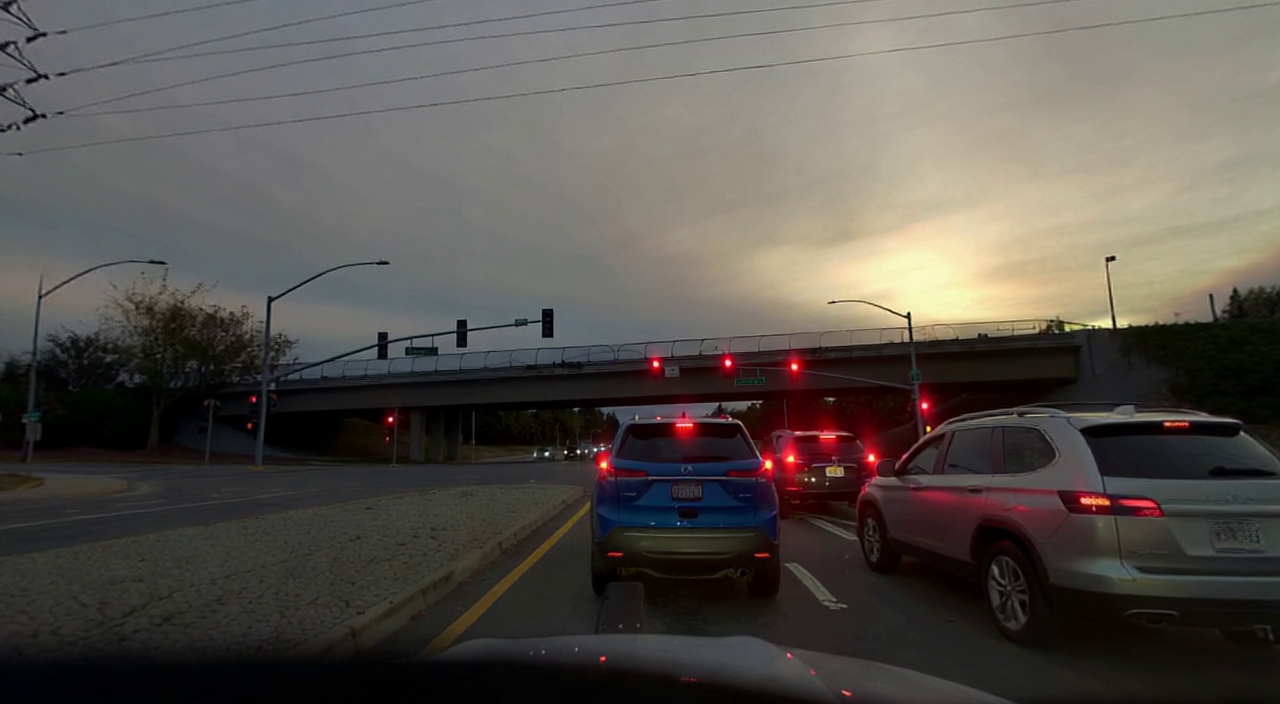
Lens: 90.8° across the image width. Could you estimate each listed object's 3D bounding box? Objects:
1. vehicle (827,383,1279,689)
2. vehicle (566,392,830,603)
[{"bbox_3d":[3.409,1.336,5.804,1.990,1.649,4.625,0,-8,0],"label":"vehicle"},{"bbox_3d":[0.444,1.555,7.615,2.240,1.778,4.335,0,-8,-1],"label":"vehicle"}]
